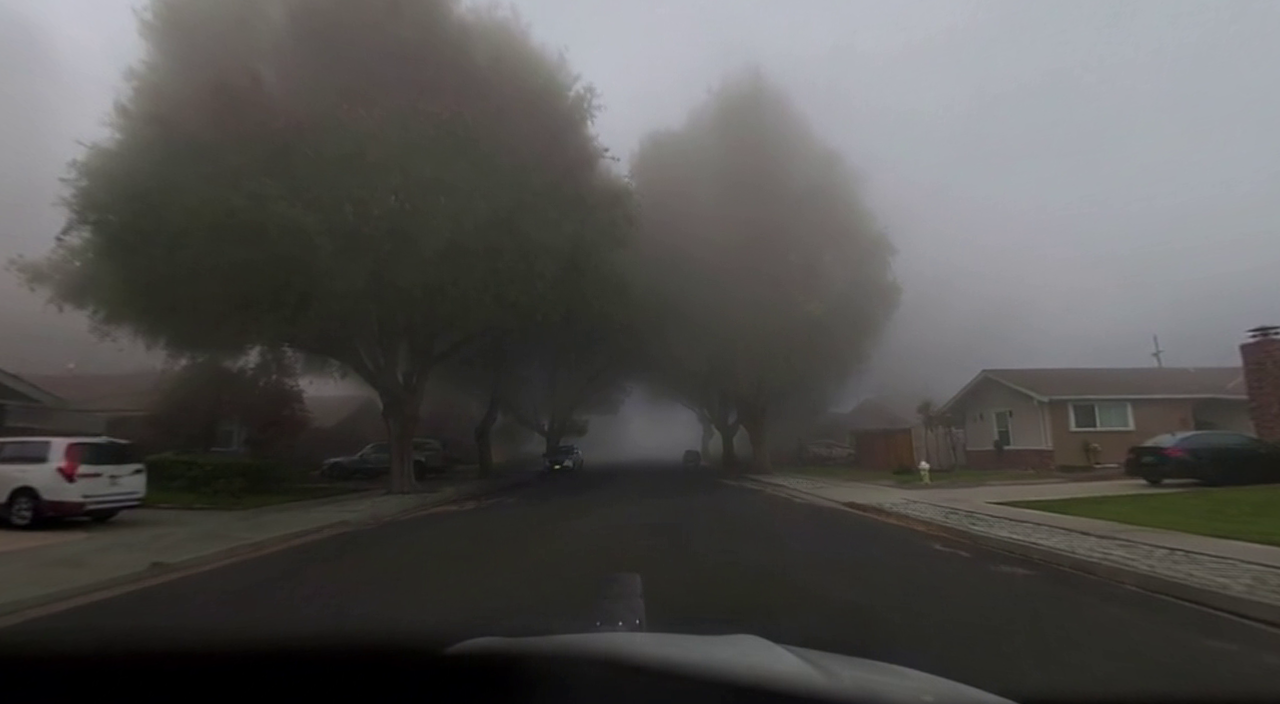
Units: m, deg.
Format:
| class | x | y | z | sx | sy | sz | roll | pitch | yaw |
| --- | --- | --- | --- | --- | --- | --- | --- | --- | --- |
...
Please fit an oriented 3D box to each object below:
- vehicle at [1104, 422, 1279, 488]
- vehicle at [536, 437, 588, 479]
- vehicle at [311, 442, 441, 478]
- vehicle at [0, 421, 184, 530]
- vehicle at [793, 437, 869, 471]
| class | x | y | z | sx | sy | sz | roll | pitch | yaw |
| --- | --- | --- | --- | --- | --- | --- | --- | --- | --- |
| vehicle | 14.850 | 2.646 | 16.325 | 4.553 | 1.526 | 2.000 | 2 | -9 | -16 |
| vehicle | -4.927 | 6.737 | 40.445 | 2.482 | 2.054 | 5.323 | 1 | -3 | 2 |
| vehicle | -11.961 | 4.917 | 28.735 | 4.977 | 1.558 | 2.079 | 0 | -9 | 1 |
| vehicle | -11.375 | 2.301 | 11.712 | 4.373 | 1.747 | 2.029 | -3 | -9 | 7 |
| vehicle | 10.490 | 5.606 | 34.732 | 3.647 | 1.784 | 1.650 | -1 | -8 | 2 |
